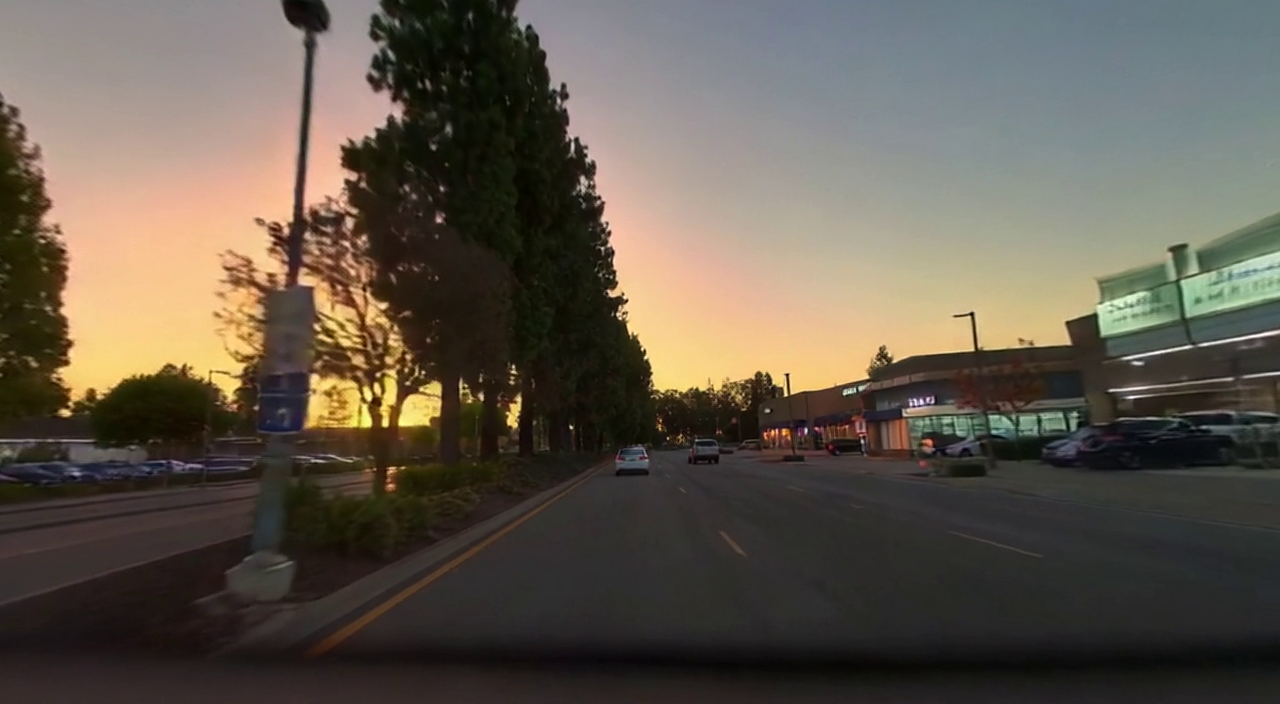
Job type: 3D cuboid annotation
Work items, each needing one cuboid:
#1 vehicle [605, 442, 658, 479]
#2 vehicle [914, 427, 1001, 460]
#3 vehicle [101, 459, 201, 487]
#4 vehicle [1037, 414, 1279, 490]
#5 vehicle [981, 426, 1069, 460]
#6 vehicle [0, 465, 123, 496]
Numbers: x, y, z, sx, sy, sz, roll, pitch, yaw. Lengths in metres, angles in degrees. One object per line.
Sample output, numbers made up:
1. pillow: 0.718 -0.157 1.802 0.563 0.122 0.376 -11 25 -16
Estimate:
1. vehicle: -0.333 4.660 27.456 2.126 1.475 3.967 0 -8 0
2. vehicle: 20.622 6.011 41.437 2.356 2.005 6.308 0 -8 -1
3. vehicle: -29.823 7.383 38.657 4.360 1.606 1.978 0 -9 -5
4. vehicle: 16.428 3.146 20.358 2.454 1.973 7.124 -1 -8 -1
5. vehicle: 23.937 5.741 39.601 2.126 1.971 5.619 -1 -9 3
6. vehicle: -30.552 6.790 33.483 4.497 1.450 2.010 0 -8 -1
